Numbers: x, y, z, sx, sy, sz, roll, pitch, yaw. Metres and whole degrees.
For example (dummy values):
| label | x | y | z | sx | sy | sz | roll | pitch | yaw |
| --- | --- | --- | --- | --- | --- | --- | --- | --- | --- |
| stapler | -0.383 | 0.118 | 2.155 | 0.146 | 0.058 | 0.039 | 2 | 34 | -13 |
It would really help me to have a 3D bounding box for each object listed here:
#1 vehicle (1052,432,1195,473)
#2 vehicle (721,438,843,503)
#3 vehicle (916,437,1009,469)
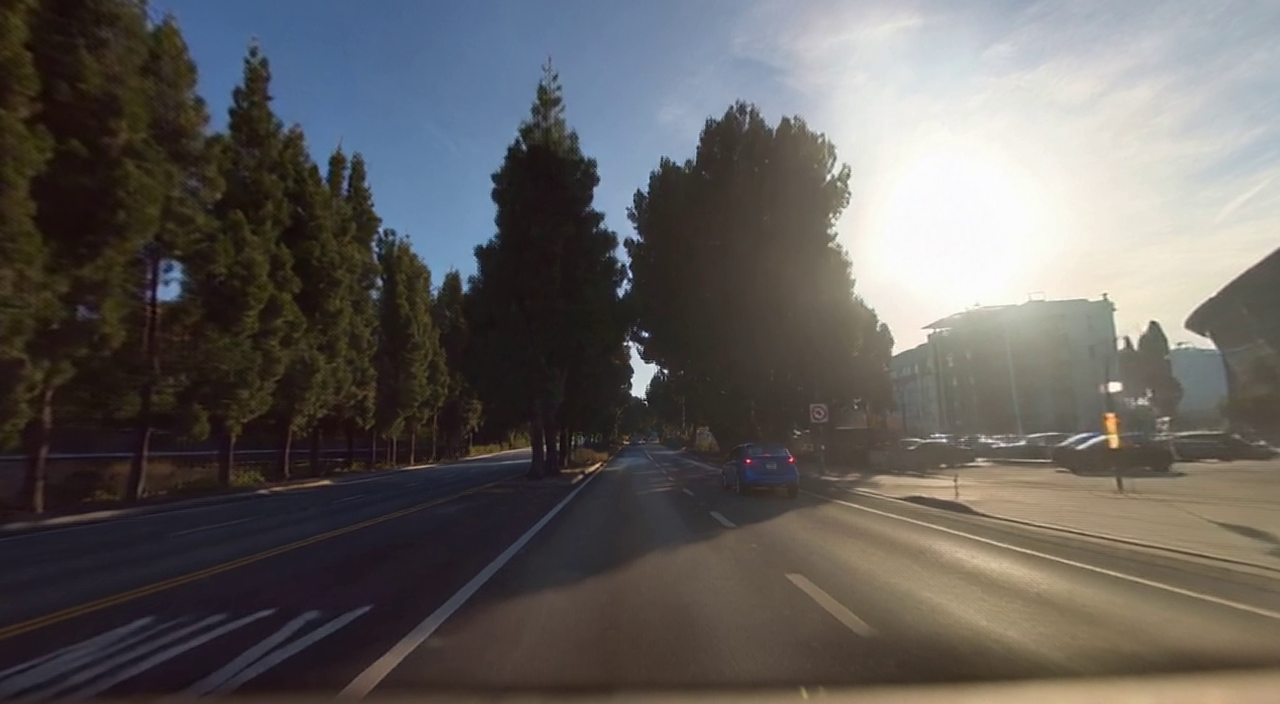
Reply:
| label | x | y | z | sx | sy | sz | roll | pitch | yaw |
| --- | --- | --- | --- | --- | --- | --- | --- | --- | --- |
| vehicle | 17.682 | 3.687 | 23.234 | 3.622 | 1.432 | 2.029 | 1 | -8 | -3 |
| vehicle | 3.610 | 3.083 | 16.990 | 2.114 | 1.493 | 4.430 | 0 | -8 | -2 |
| vehicle | 19.395 | 6.120 | 38.132 | 4.418 | 1.418 | 1.873 | -5 | -14 | -2 |
